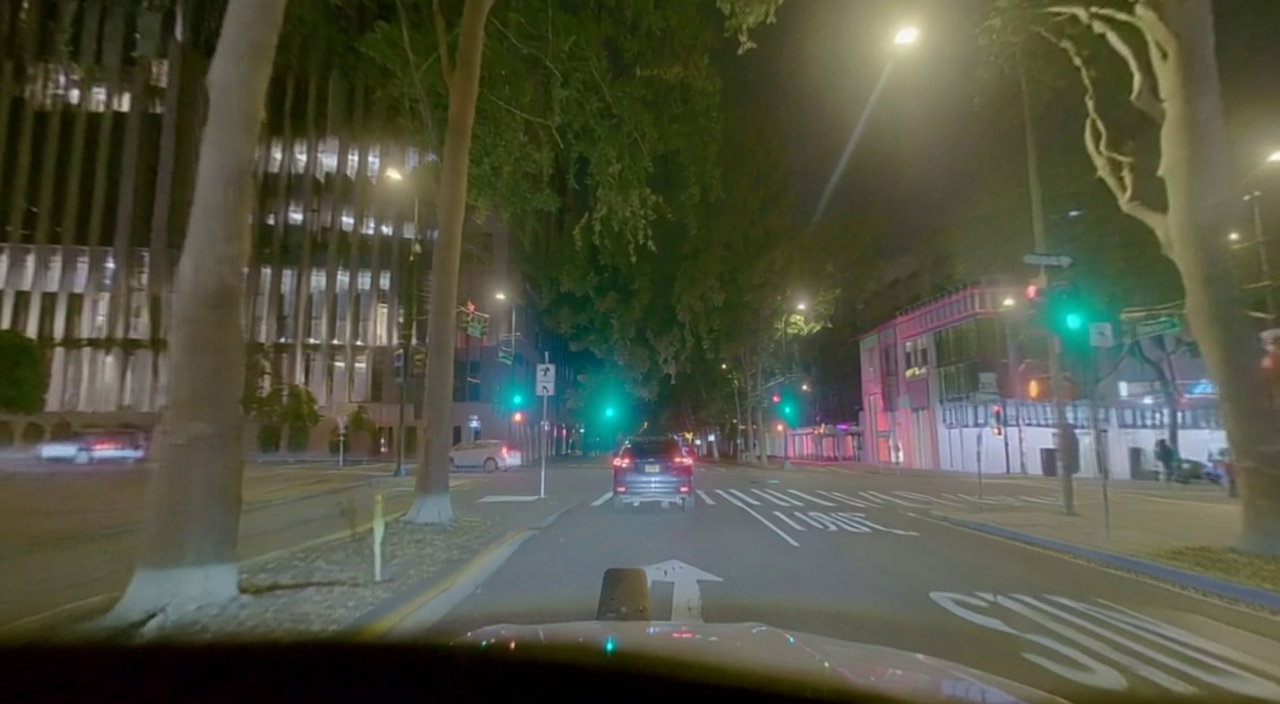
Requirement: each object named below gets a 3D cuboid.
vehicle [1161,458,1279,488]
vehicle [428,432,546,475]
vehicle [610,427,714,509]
[{"bbox_3d":[30.515,6.344,33.127,4.668,1.441,1.904,0,-8,-4],"label":"vehicle"},{"bbox_3d":[-6.070,4.001,24.978,4.282,1.519,2.077,-5,-10,30],"label":"vehicle"},{"bbox_3d":[0.528,2.621,14.639,2.079,1.621,3.861,-1,-8,3],"label":"vehicle"}]
